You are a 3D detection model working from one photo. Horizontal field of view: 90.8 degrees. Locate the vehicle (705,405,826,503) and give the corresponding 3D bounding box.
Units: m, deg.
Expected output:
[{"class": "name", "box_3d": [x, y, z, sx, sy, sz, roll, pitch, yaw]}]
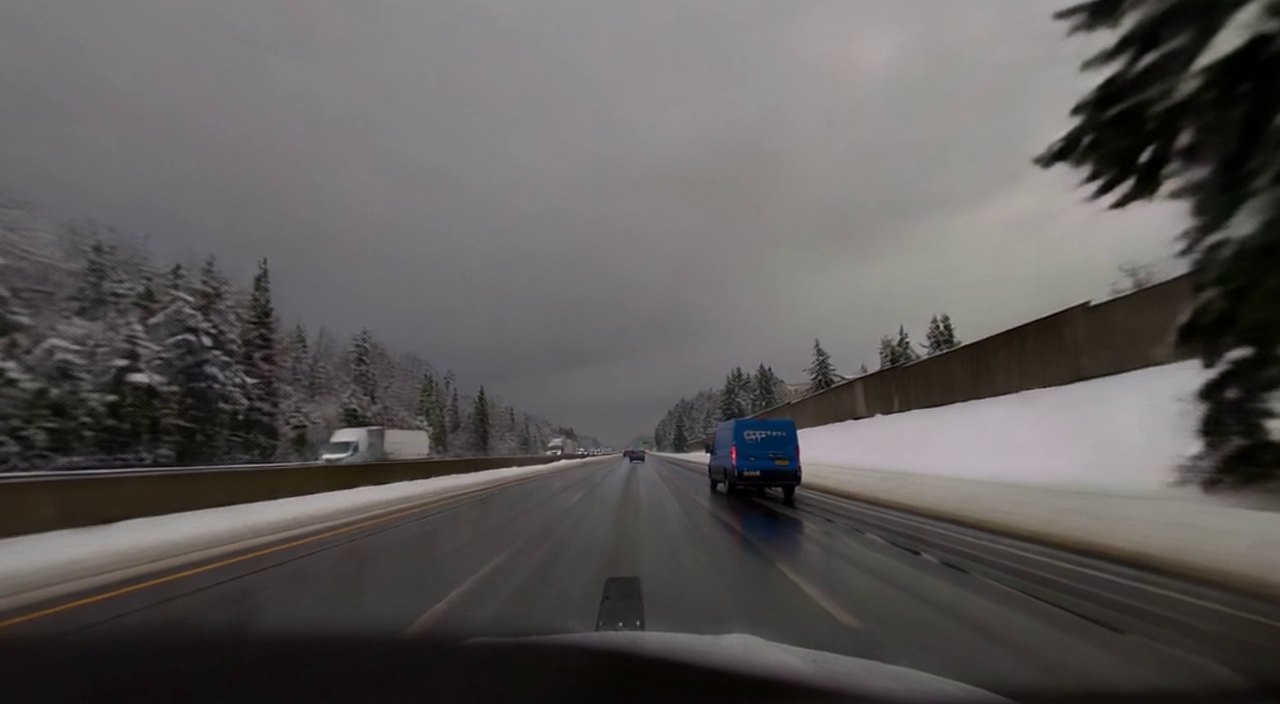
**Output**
[{"class": "vehicle", "box_3d": [3.628, 3.170, 19.708, 2.373, 2.561, 5.922, 0, -9, -2]}]
